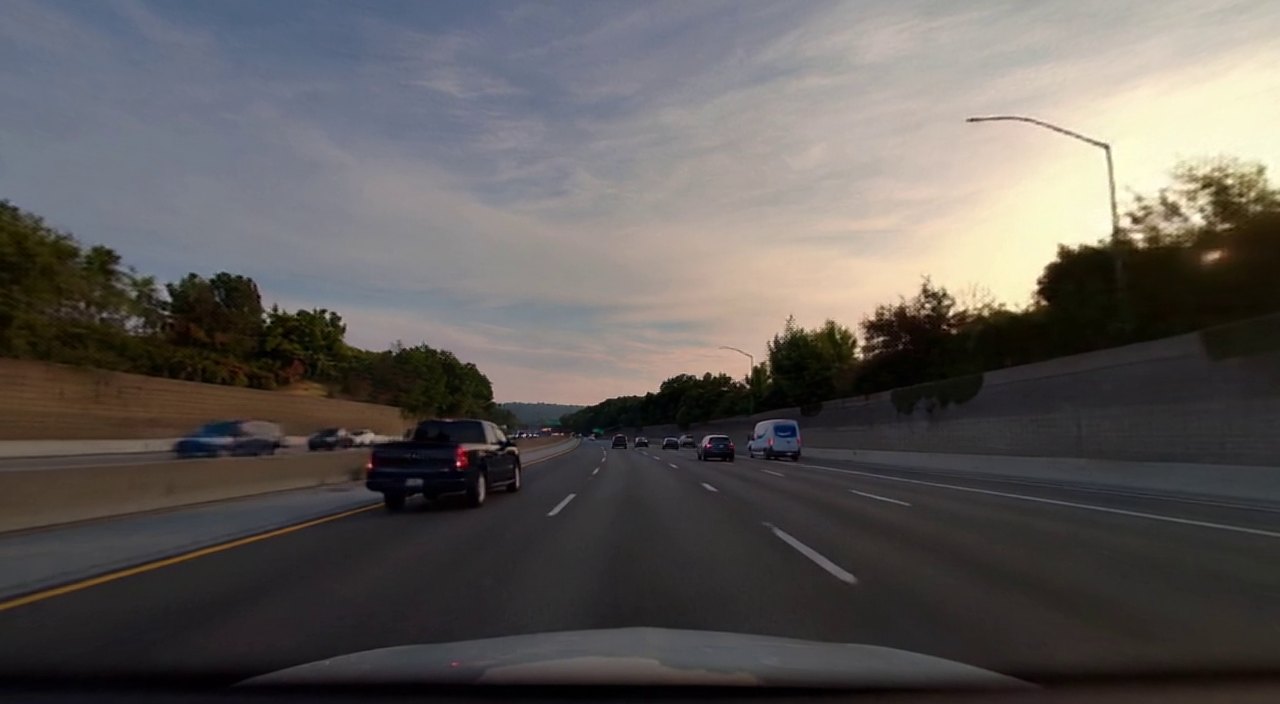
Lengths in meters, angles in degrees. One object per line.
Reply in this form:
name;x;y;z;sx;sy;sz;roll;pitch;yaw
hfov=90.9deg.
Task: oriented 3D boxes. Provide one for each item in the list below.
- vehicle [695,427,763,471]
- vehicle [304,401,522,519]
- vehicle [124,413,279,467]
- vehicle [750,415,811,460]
vehicle;3.751;4.194;27.401;2.141;1.732;4.279;0;-8;-3
vehicle;-4.219;2.167;13.136;2.331;1.884;5.787;-1;-8;1
vehicle;-17.693;3.635;25.949;2.279;1.925;5.802;0;-8;-1
vehicle;9.465;5.909;43.222;2.274;2.802;6.802;0;-8;-3
